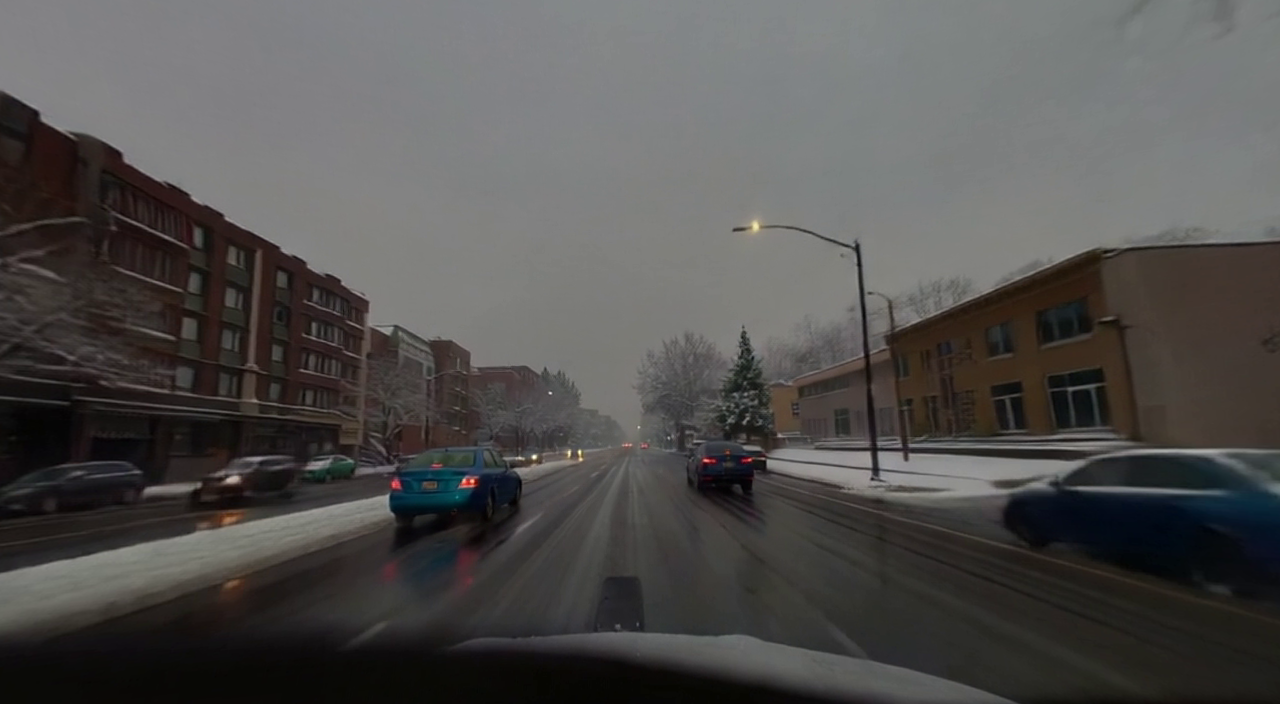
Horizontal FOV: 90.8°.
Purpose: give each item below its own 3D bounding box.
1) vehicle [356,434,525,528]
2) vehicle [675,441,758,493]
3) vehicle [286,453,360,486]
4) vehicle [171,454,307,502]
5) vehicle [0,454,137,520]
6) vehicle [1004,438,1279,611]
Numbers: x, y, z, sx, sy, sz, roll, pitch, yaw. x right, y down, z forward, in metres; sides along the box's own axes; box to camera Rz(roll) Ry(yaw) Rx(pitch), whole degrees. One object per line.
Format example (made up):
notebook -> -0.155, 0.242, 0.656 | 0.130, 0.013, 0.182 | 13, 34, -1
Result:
vehicle -> -3.700, 2.461, 12.614 | 2.062, 1.527, 4.044 | 0, -9, 0
vehicle -> 2.295, 3.609, 20.214 | 1.978, 1.471, 4.426 | 0, -9, -2
vehicle -> -18.335, 6.776, 36.824 | 2.003, 1.699, 4.524 | -2, -9, 0
vehicle -> -14.459, 4.519, 23.187 | 1.931, 1.501, 4.722 | 0, -9, 0
vehicle -> -18.178, 4.048, 19.330 | 1.953, 1.748, 4.440 | -2, -9, -1
vehicle -> 6.266, 1.648, 6.643 | 1.881, 1.439, 4.725 | 0, -9, -3
